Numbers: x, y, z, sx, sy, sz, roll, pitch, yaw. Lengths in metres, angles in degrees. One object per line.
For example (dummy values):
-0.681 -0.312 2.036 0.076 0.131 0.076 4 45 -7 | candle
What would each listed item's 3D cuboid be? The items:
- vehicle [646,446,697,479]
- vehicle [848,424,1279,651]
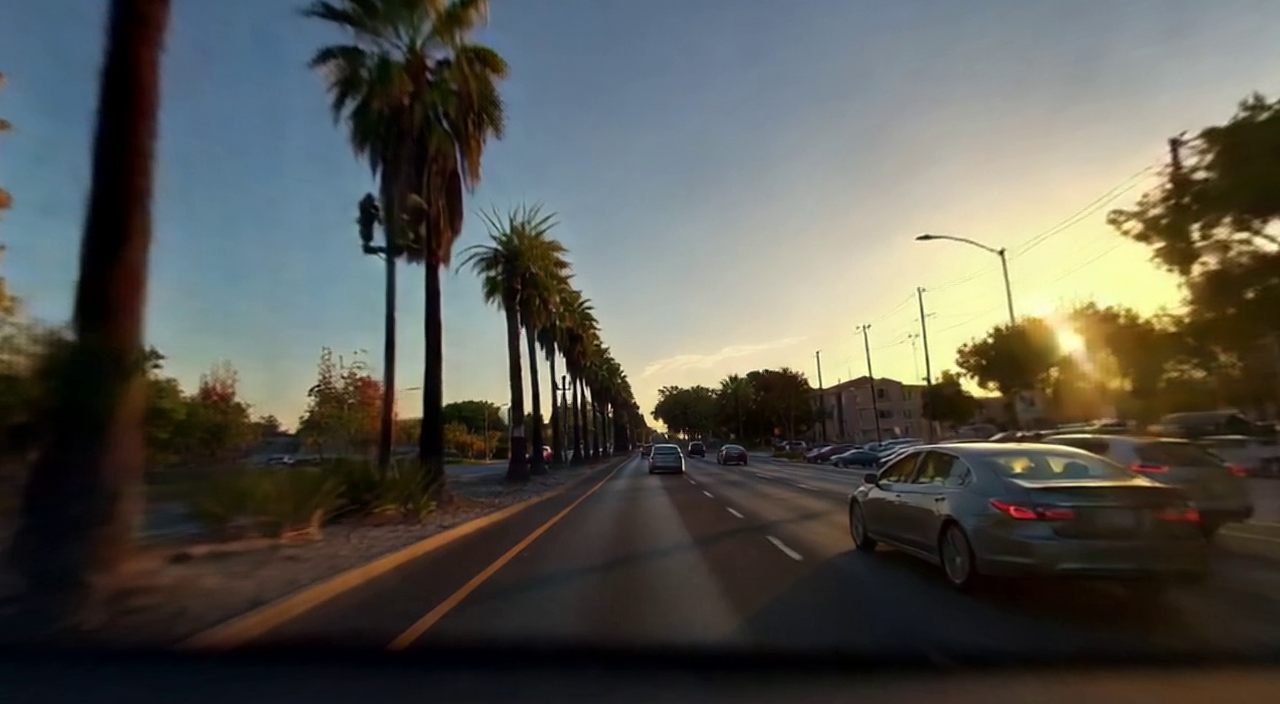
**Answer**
1.410 5.210 30.138 2.031 1.444 4.361 0 -8 -3 | vehicle
3.827 1.538 6.397 1.875 1.452 4.453 0 -8 -1 | vehicle
